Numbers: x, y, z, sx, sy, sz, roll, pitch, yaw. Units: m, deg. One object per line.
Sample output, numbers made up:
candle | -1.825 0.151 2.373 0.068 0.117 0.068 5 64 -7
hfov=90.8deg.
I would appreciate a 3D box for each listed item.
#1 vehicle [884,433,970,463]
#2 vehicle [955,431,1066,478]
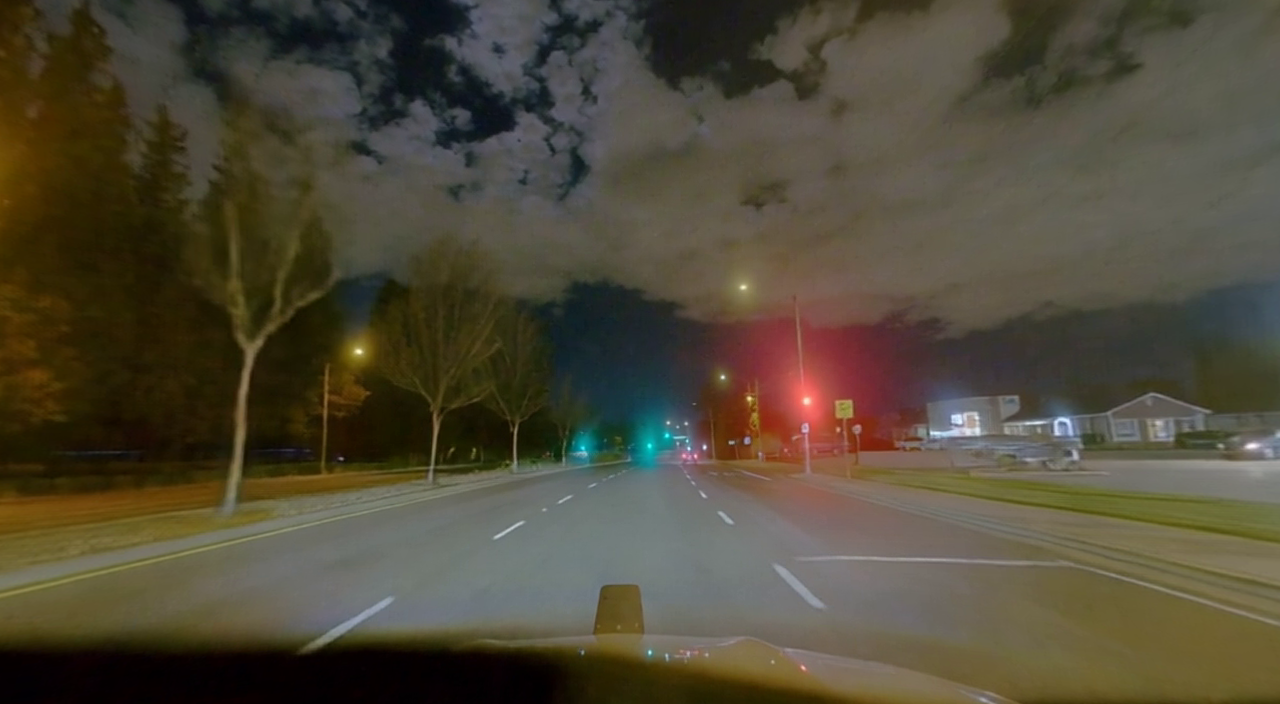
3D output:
vehicle | 18.678 6.272 41.200 4.543 1.838 2.127 1 -9 -7
vehicle | 13.716 3.831 23.294 4.744 1.475 2.008 9 -16 -41
